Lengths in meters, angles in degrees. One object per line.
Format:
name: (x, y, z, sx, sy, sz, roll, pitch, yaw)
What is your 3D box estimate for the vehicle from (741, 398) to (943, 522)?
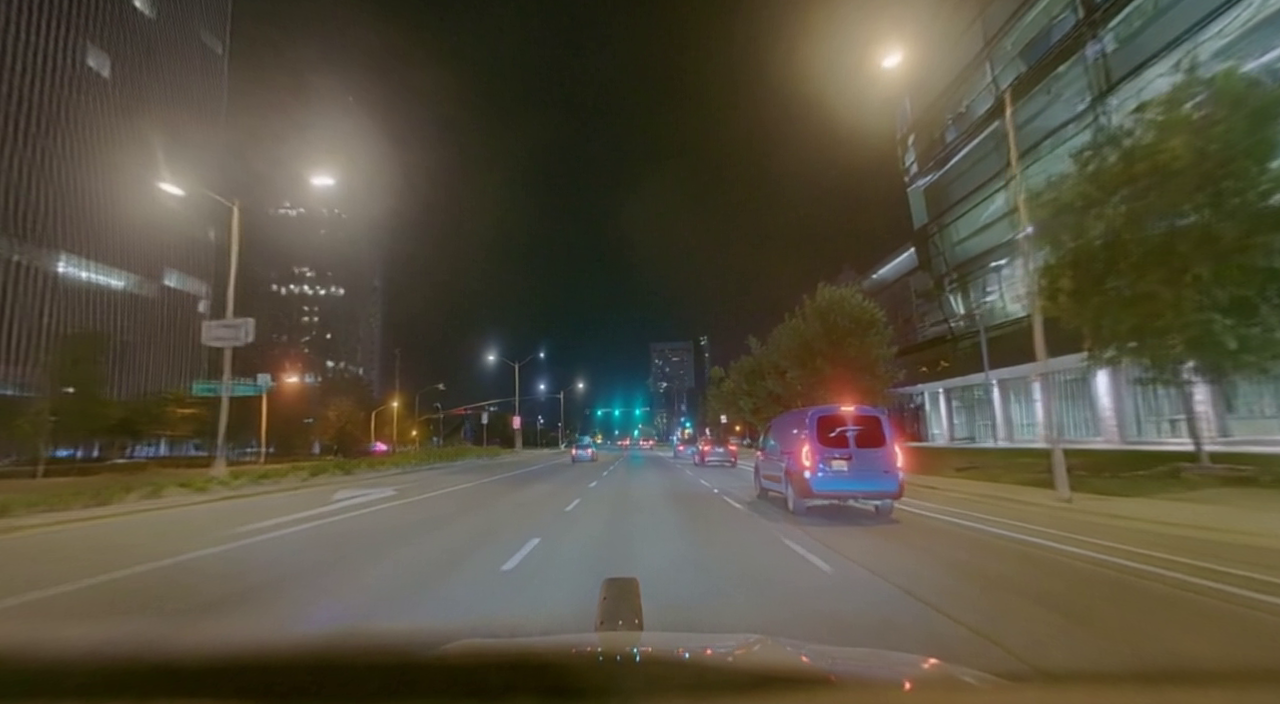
vehicle: (3.556, 2.053, 12.400, 2.200, 1.914, 5.145, 0, -8, -1)

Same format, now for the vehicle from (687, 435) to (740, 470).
vehicle: (3.366, 4.682, 29.465, 1.867, 1.493, 4.190, 0, -8, -1)

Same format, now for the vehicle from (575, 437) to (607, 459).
vehicle: (-3.432, 6.832, 45.001, 1.864, 1.464, 4.195, 0, -8, 1)
